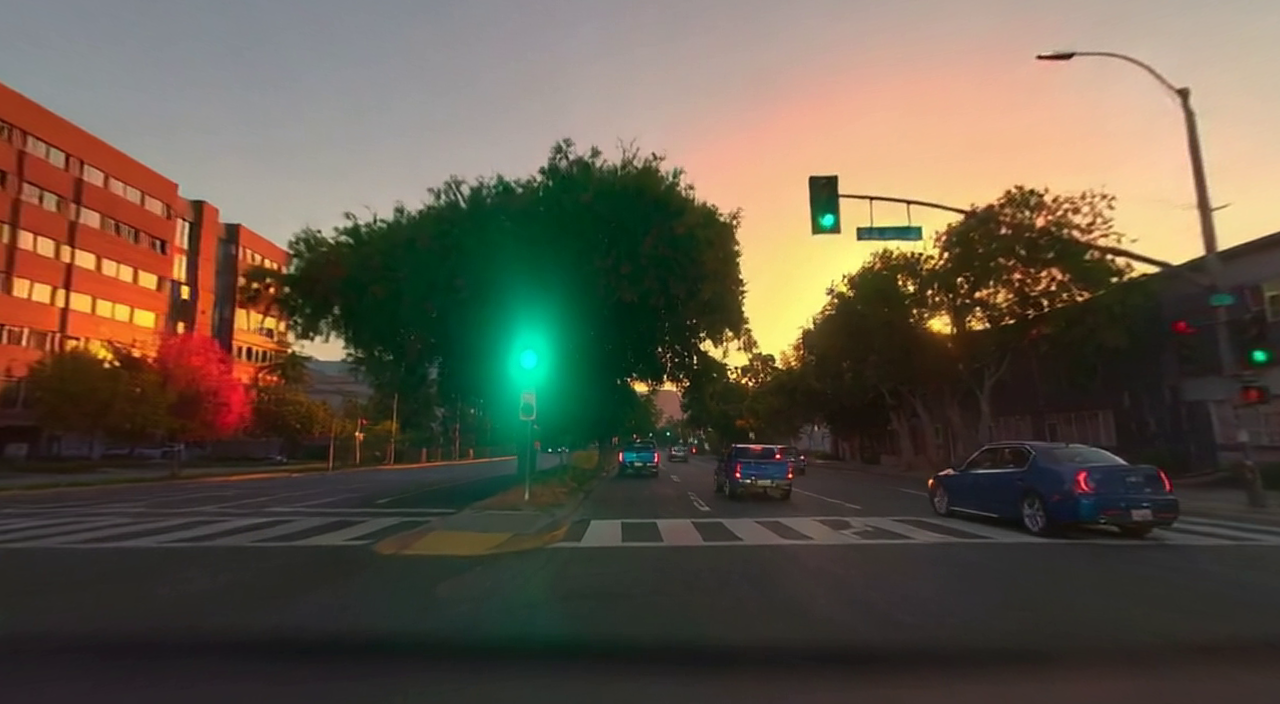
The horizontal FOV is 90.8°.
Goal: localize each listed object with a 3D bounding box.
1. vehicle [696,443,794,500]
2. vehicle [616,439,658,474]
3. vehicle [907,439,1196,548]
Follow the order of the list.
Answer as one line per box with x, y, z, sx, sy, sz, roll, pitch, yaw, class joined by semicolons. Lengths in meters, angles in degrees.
2.941;3.458;18.767;2.057;1.463;4.365;0;-8;-2;vehicle
-0.189;6.069;36.978;2.344;1.883;4.572;0;-8;-1;vehicle
6.604;2.271;10.969;1.855;1.469;4.598;0;-8;-1;vehicle
